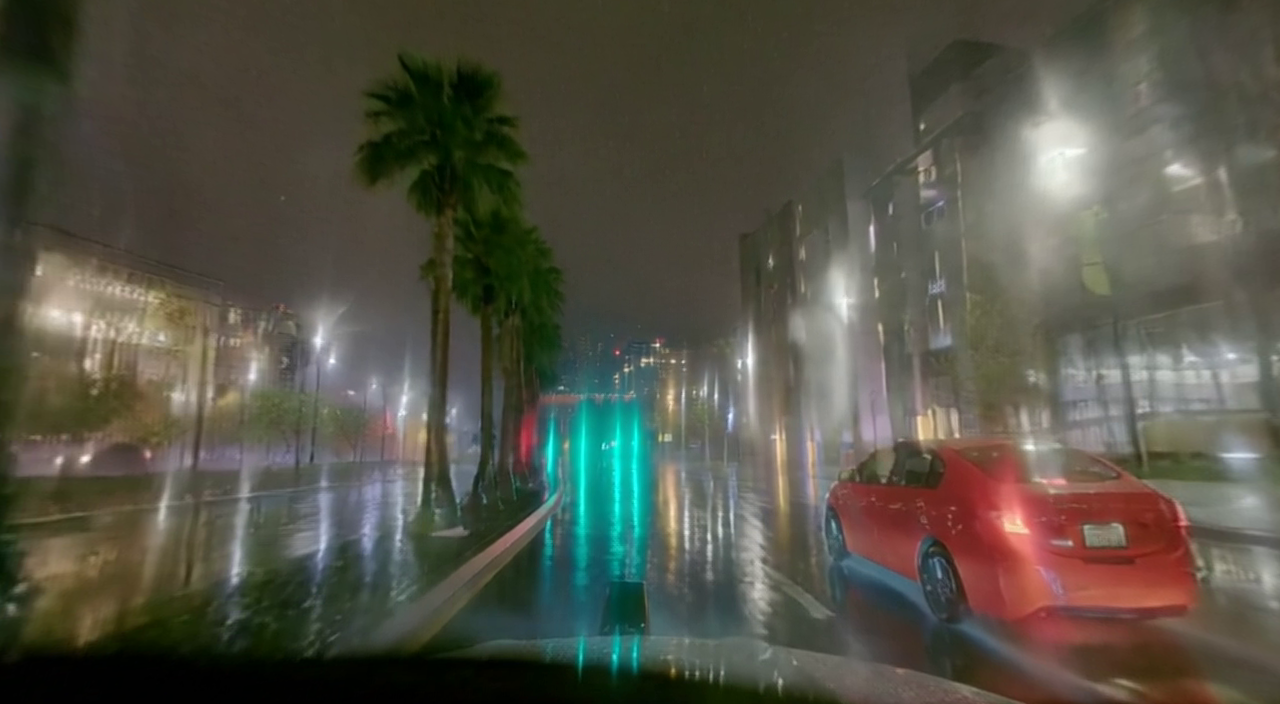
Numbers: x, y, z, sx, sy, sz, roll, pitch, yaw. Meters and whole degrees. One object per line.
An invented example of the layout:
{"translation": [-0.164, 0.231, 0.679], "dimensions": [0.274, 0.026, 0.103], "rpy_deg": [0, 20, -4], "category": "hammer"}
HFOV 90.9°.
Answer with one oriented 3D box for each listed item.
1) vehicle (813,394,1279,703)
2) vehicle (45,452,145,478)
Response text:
{"translation": [2.978, 1.292, 5.096], "dimensions": [1.867, 1.554, 4.301], "rpy_deg": [0, -8, -1], "category": "vehicle"}
{"translation": [-37.759, 7.808, 43.886], "dimensions": [2.294, 1.634, 5.499], "rpy_deg": [0, -8, -3], "category": "vehicle"}
